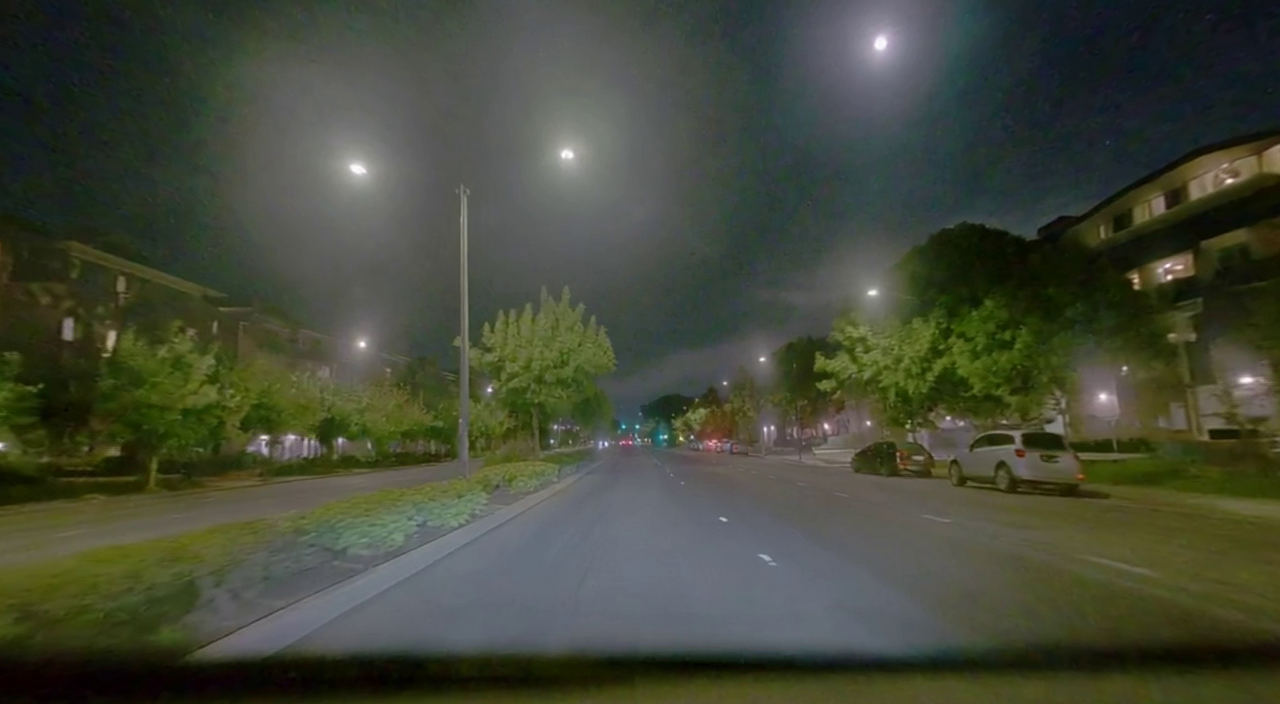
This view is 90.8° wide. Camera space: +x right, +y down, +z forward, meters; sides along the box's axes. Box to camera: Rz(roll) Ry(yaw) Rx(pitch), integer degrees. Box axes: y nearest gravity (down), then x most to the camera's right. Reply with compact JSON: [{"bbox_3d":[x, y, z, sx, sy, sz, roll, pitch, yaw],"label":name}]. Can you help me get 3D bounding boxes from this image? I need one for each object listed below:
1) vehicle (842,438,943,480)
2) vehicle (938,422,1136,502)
[{"bbox_3d":[9.894,4.239,25.244,1.996,1.488,4.810,0,-8,0],"label":"vehicle"},{"bbox_3d":[9.846,2.755,16.246,2.018,1.742,4.547,0,-8,-1],"label":"vehicle"}]
